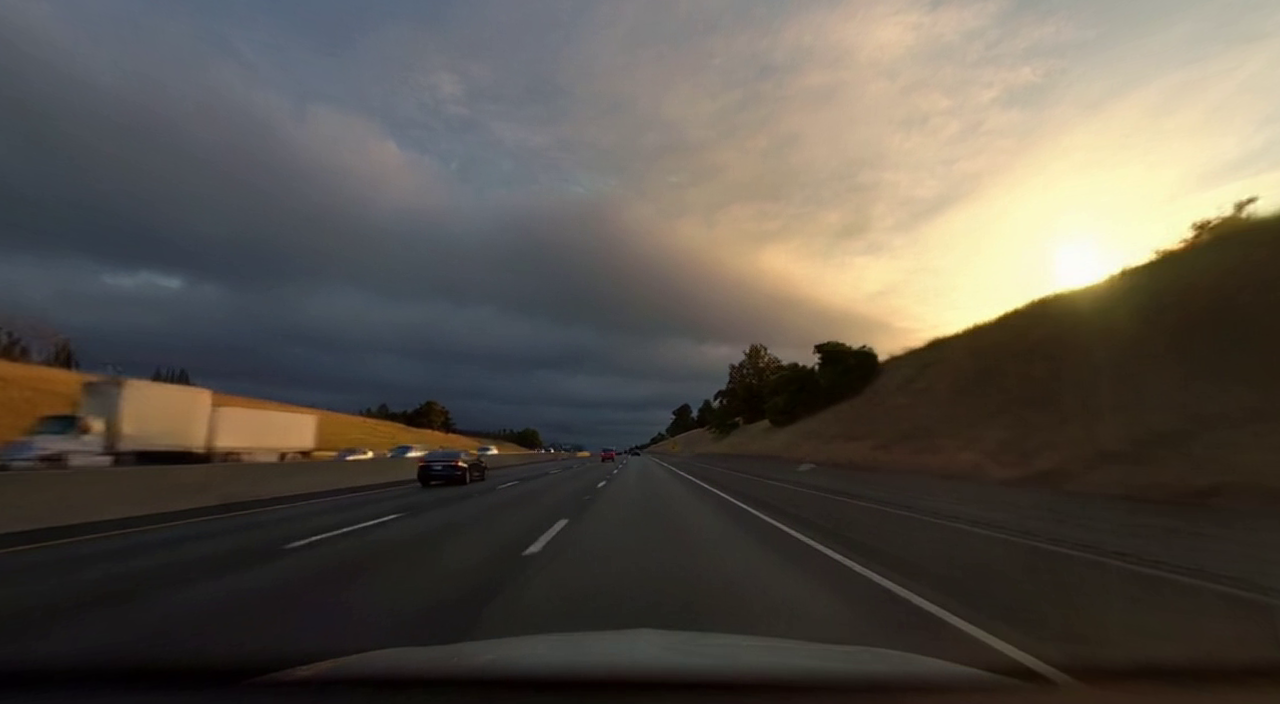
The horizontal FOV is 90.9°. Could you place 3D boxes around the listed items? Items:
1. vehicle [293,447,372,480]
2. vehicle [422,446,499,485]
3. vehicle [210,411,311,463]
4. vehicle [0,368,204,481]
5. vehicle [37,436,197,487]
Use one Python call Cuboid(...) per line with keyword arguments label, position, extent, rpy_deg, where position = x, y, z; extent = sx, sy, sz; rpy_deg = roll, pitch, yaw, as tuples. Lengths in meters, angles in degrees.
Cuboid(label="vehicle", position=(-14.538, 5.262, 30.001), extent=(1.806, 1.433, 3.932), rpy_deg=(0, -9, -1))
Cuboid(label="vehicle", position=(-7.400, 4.705, 26.470), extent=(1.966, 1.476, 4.240), rpy_deg=(0, -9, 0))
Cuboid(label="vehicle", position=(-22.447, 5.142, 37.659), extent=(2.266, 2.825, 6.027), rpy_deg=(0, -9, -1))
Cuboid(label="vehicle", position=(-22.466, 3.157, 26.192), extent=(2.834, 3.959, 7.991), rpy_deg=(0, -9, -1))
Cuboid(label="vehicle", position=(-18.238, 3.844, 22.300), extent=(1.867, 1.585, 4.415), rpy_deg=(0, -9, 0))
